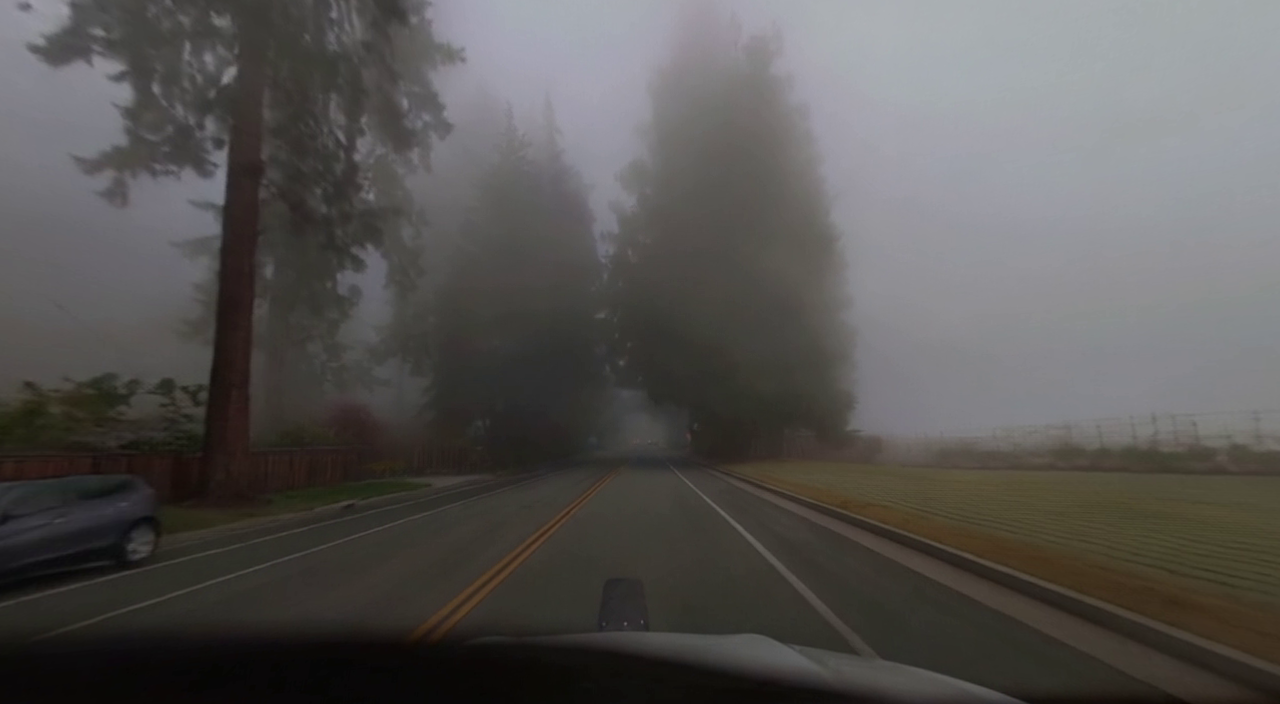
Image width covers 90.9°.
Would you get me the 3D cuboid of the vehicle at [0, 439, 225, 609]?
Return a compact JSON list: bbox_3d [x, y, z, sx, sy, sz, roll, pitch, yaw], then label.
[{"bbox_3d":[-7.744,2.076,8.150,1.945,1.760,4.021,-3,-8,2],"label":"vehicle"}]
